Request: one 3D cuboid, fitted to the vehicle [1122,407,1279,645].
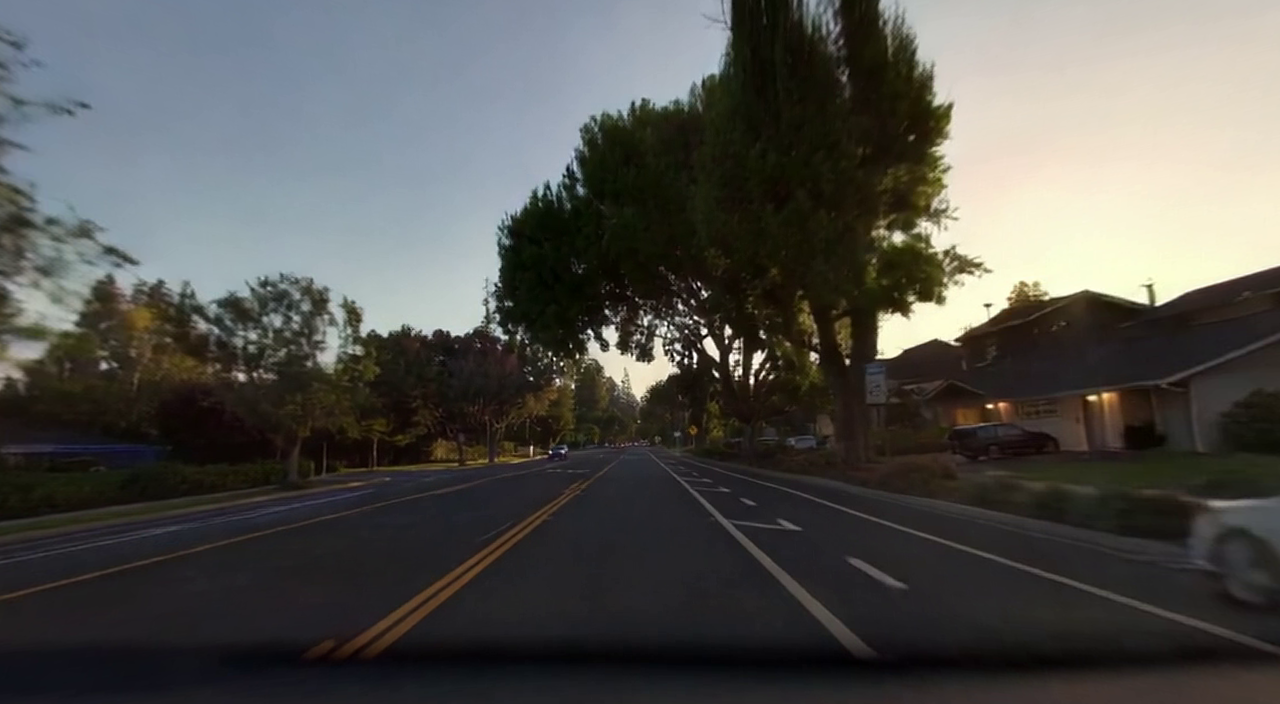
[{"bbox_3d":[5.217,0.990,3.036,2.098,1.522,4.629,1,-8,-1],"label":"vehicle"}]

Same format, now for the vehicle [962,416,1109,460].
[{"bbox_3d":[16.294,3.596,26.221,4.655,1.511,2.045,-3,-9,-1],"label":"vehicle"}]
